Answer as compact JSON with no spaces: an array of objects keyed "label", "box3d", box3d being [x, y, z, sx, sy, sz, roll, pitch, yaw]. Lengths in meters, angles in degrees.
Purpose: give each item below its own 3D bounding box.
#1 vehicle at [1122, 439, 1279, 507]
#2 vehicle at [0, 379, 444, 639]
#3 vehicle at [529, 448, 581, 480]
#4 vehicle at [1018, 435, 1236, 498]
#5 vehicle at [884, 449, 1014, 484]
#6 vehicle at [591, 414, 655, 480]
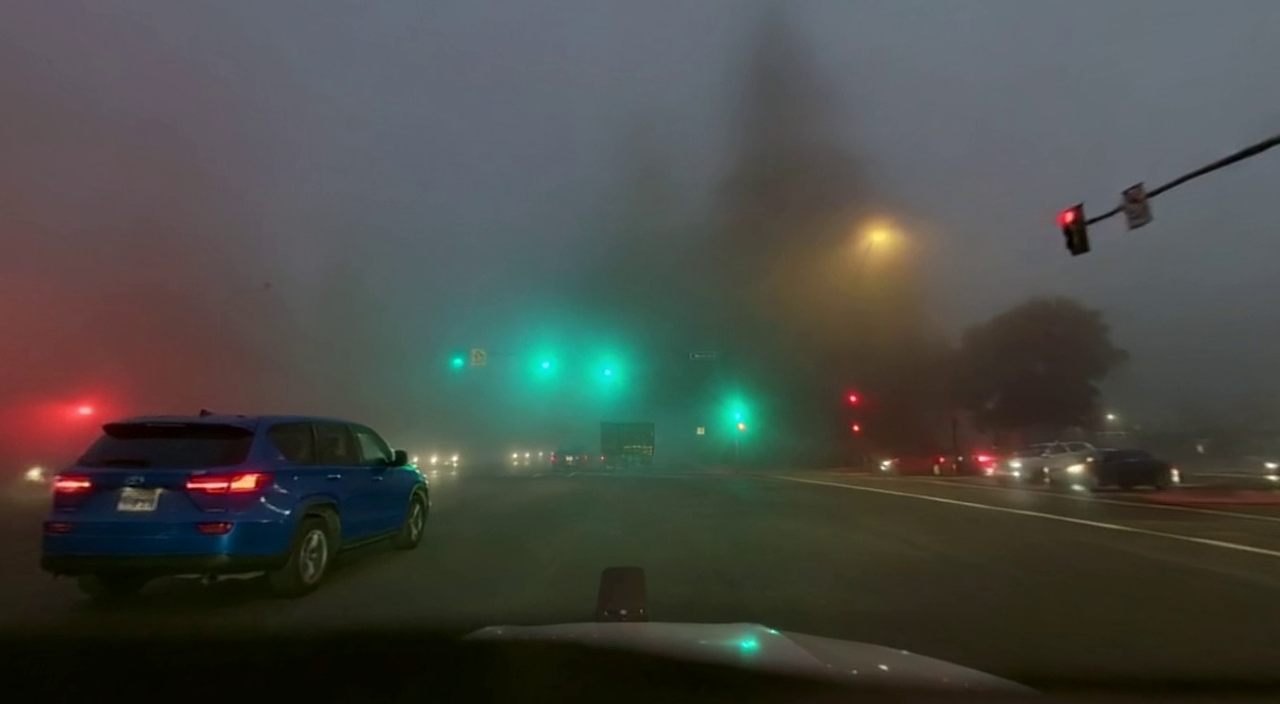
[{"label":"vehicle","box3d":[15.090,2.892,15.291,4.983,1.511,2.077,0,-9,-1]},{"label":"vehicle","box3d":[-4.054,1.472,6.960,2.178,1.826,4.933,0,-9,0]},{"label":"vehicle","box3d":[-4.148,5.504,31.214,2.023,1.483,4.143,0,-9,-1]},{"label":"vehicle","box3d":[14.163,3.329,18.501,4.609,1.723,2.157,0,-9,-1]},{"label":"vehicle","box3d":[14.047,5.206,28.749,4.807,1.530,2.066,0,-9,-2]},{"label":"vehicle","box3d":[-0.830,4.965,32.807,2.993,3.051,6.692,0,-9,0]}]
